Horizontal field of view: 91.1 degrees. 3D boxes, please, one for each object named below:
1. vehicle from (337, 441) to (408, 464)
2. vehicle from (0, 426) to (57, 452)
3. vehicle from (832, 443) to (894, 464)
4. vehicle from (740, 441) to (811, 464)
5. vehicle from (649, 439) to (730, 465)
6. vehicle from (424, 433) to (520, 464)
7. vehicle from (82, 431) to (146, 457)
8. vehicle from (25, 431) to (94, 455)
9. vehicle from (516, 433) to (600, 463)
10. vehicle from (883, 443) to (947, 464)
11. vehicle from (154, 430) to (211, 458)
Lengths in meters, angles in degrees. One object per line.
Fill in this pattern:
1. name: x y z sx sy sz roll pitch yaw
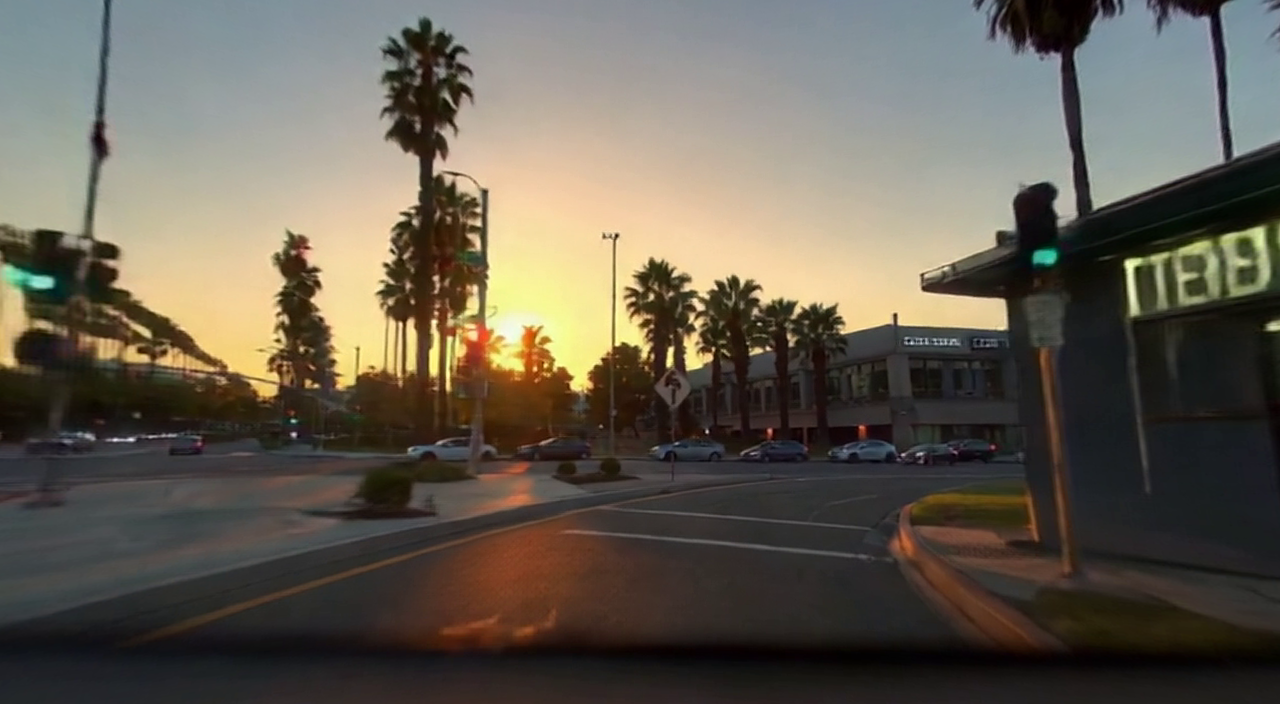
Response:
1. vehicle: -18.585 6.974 43.653 4.389 1.502 1.794 4 -9 -23
2. vehicle: -43.815 6.245 44.671 1.884 1.678 4.527 3 -10 -23
3. vehicle: 17.117 7.792 48.174 4.291 1.474 1.857 3 -12 -24
4. vehicle: 9.722 7.200 44.901 4.774 1.493 1.854 5 -9 -24
5. vehicle: 3.302 6.716 41.925 5.112 1.593 1.865 5 -12 -22
6. vehicle: -8.941 5.158 33.439 4.648 1.501 1.862 5 -10 -23
7. vehicle: -33.969 5.967 40.680 1.977 1.584 3.983 4 -9 -23
8. vehicle: -37.442 5.901 40.613 1.900 1.462 4.225 4 -9 -24
9. vehicle: -5.025 5.845 38.336 4.713 1.664 1.909 3 -10 -24
10. vehicle: 20.353 7.496 46.435 4.356 1.543 1.844 4 -9 -24
11. vehicle: -30.609 6.186 42.134 2.114 1.784 4.450 4 -9 -24
